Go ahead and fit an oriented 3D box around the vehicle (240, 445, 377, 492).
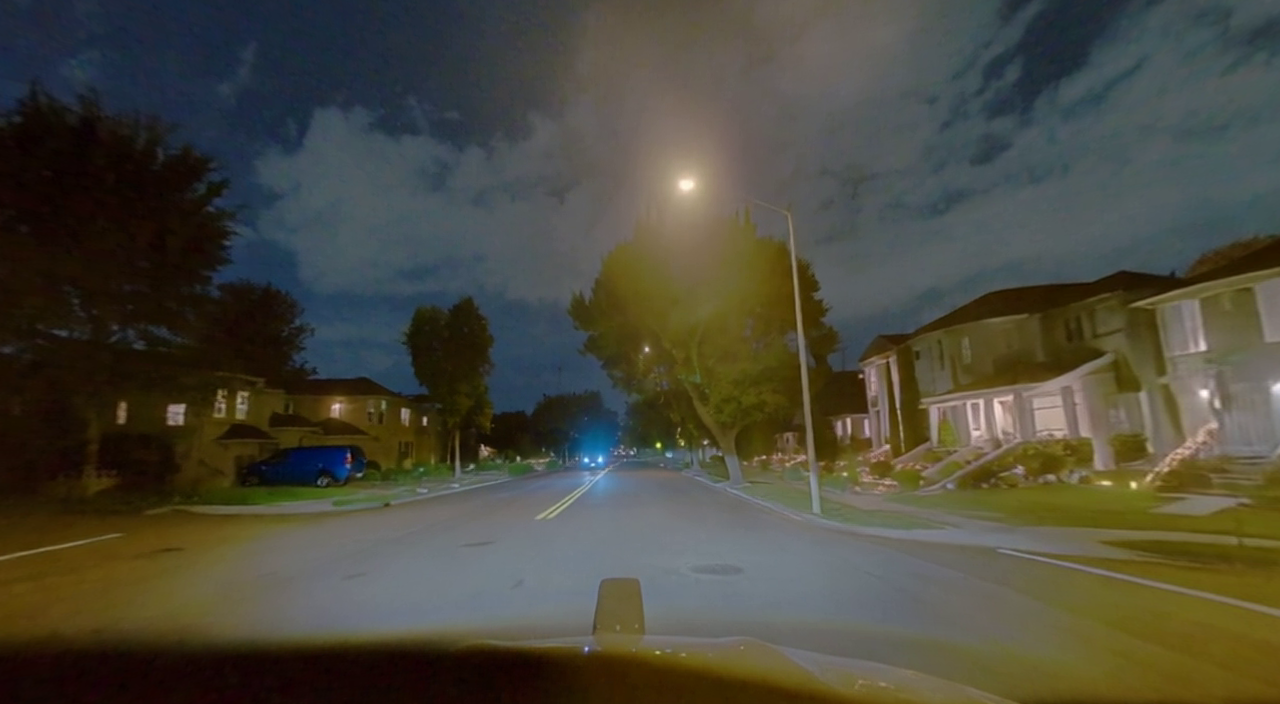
[{"bbox_3d":[-14.472,5.051,27.894,2.145,1.839,4.837,-6,-10,33],"label":"vehicle"}]
